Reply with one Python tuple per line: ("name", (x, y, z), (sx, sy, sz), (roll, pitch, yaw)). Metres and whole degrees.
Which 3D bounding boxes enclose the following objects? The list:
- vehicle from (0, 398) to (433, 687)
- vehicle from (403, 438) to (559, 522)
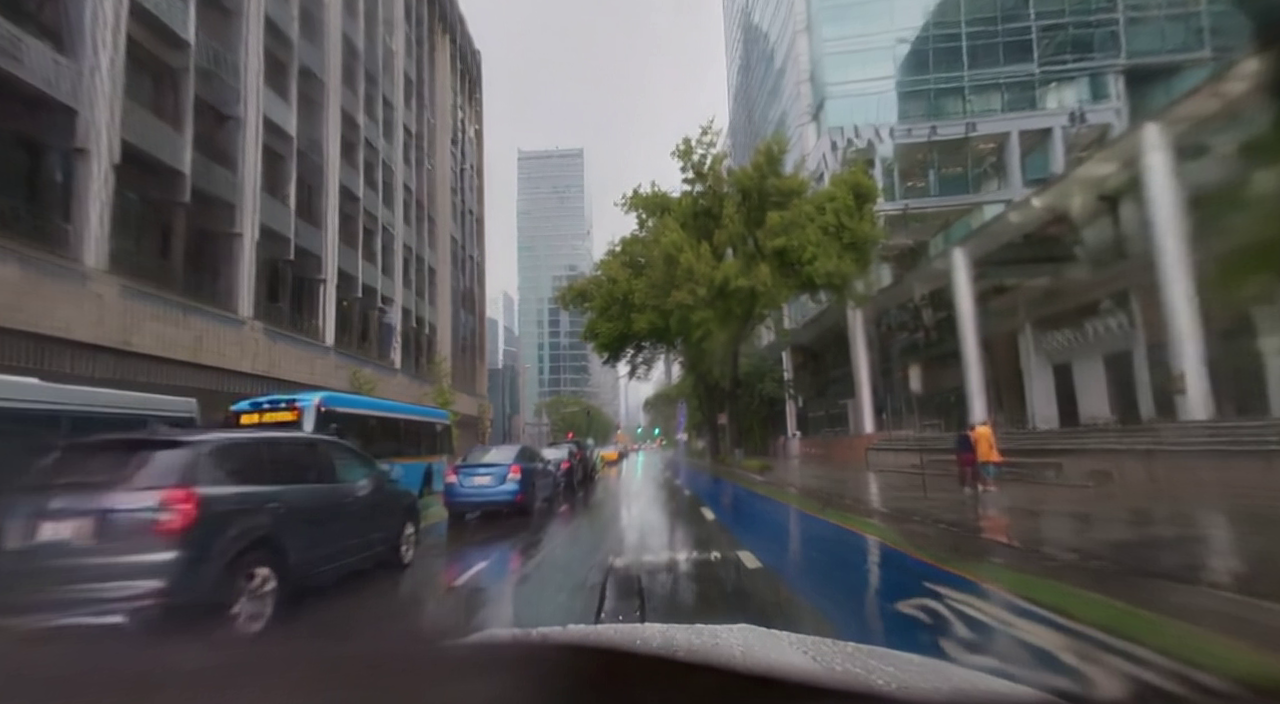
("vehicle", (-3.836, 1.574, 6.221), (1.982, 1.710, 4.454), (-4, -9, 1))
("vehicle", (-3.440, 2.884, 14.858), (2.266, 1.621, 4.783), (-1, -8, 2))
